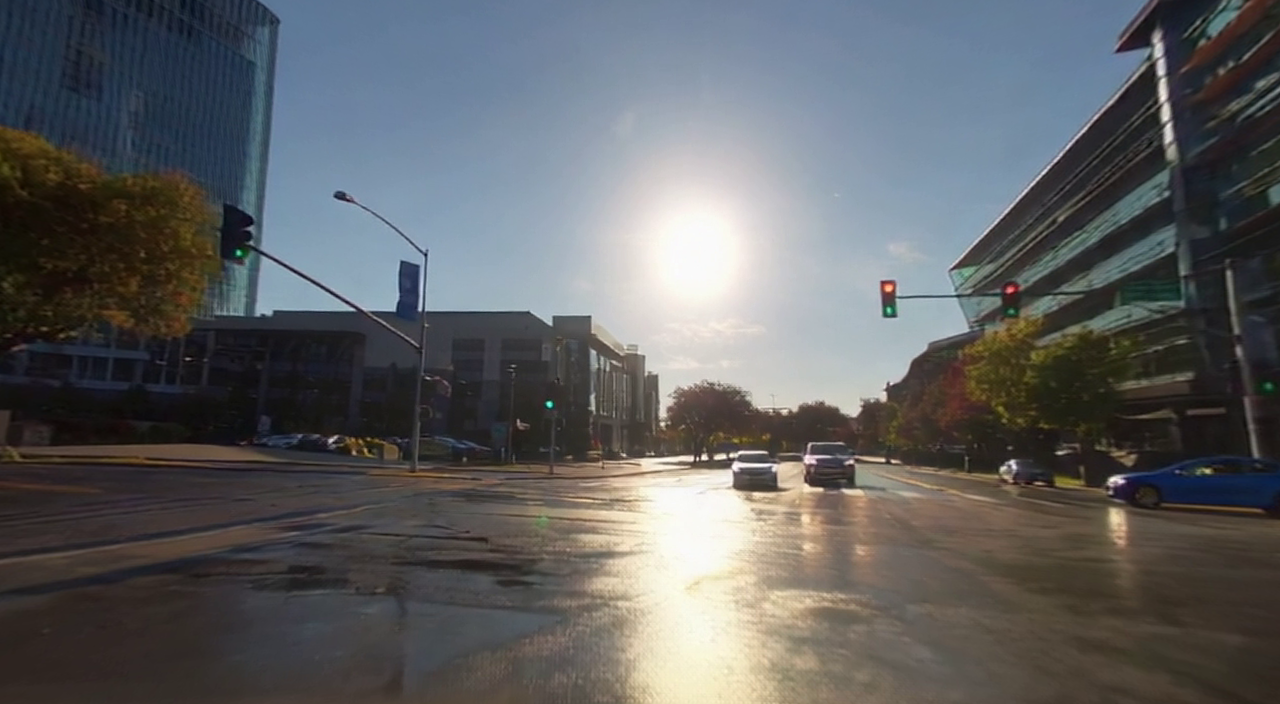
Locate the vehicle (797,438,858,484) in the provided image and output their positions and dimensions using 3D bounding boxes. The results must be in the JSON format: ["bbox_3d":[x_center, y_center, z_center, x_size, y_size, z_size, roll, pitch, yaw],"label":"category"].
[{"bbox_3d":[7.571,4.413,25.790,2.018,1.699,4.751,-2,-9,13],"label":"vehicle"}]

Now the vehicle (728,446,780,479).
[{"bbox_3d":[5.740,5.445,31.225,2.068,1.486,4.664,-3,-9,15],"label":"vehicle"}]

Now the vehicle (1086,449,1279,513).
[{"bbox_3d":[15.511,3.436,17.268,1.971,1.503,4.896,3,-9,-20],"label":"vehicle"}]
